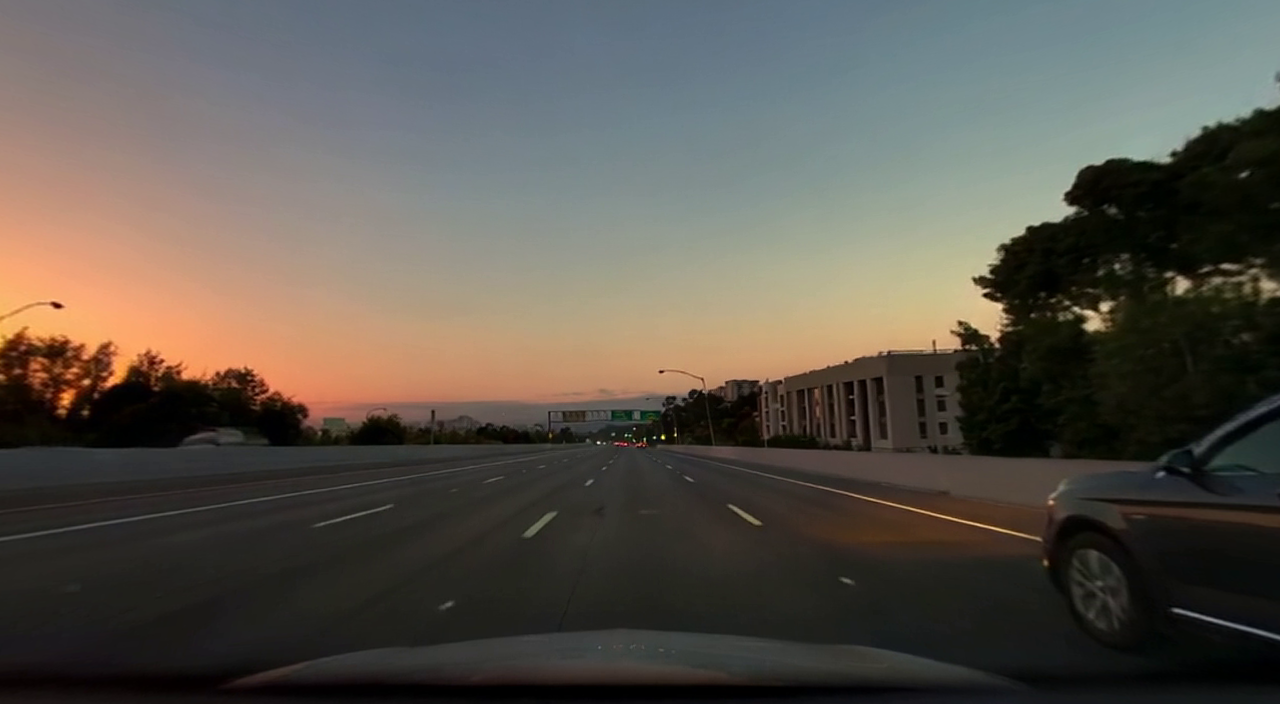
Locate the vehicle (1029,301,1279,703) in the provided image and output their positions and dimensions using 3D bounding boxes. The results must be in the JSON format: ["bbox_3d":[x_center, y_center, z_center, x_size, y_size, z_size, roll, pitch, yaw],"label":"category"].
[{"bbox_3d":[3.688,0.527,1.531,2.212,1.753,5.064,0,-9,-1],"label":"vehicle"}]
